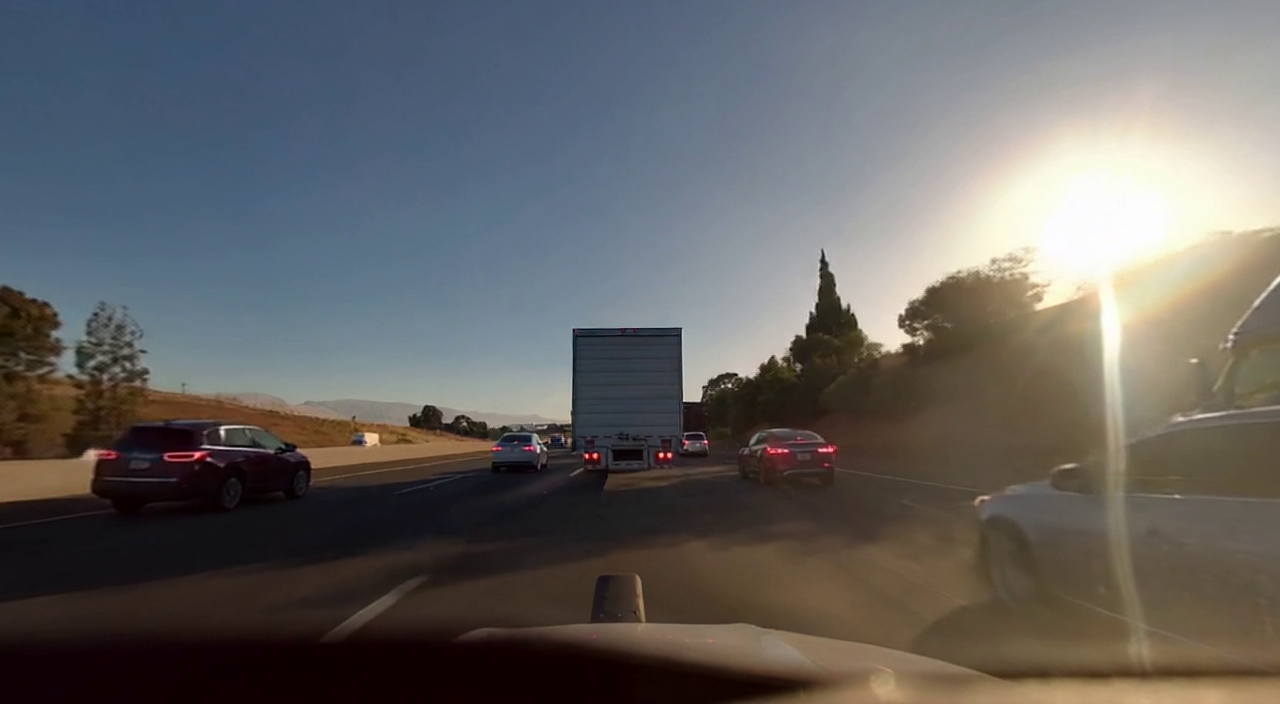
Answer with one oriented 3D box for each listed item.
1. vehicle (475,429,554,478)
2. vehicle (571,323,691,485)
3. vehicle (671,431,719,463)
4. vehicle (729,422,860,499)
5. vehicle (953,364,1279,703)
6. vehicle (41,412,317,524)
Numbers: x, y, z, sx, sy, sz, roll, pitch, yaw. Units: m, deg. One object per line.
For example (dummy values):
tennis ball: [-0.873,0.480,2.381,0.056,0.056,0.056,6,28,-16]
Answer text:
vehicle: [-4.102,3.377,21.205,1.882,1.493,3.828,0,-8,0]
vehicle: [-0.402,1.930,20.616,2.938,4.033,9.980,0,-8,-2]
vehicle: [2.723,4.808,32.141,1.976,1.513,4.065,0,-8,-1]
vehicle: [3.416,2.469,14.801,1.945,1.529,4.129,0,-8,-1]
vehicle: [3.315,0.777,2.032,1.999,1.523,4.882,0,-8,-1]
vehicle: [-7.945,2.005,11.476,1.944,1.653,4.097,0,-8,-1]
